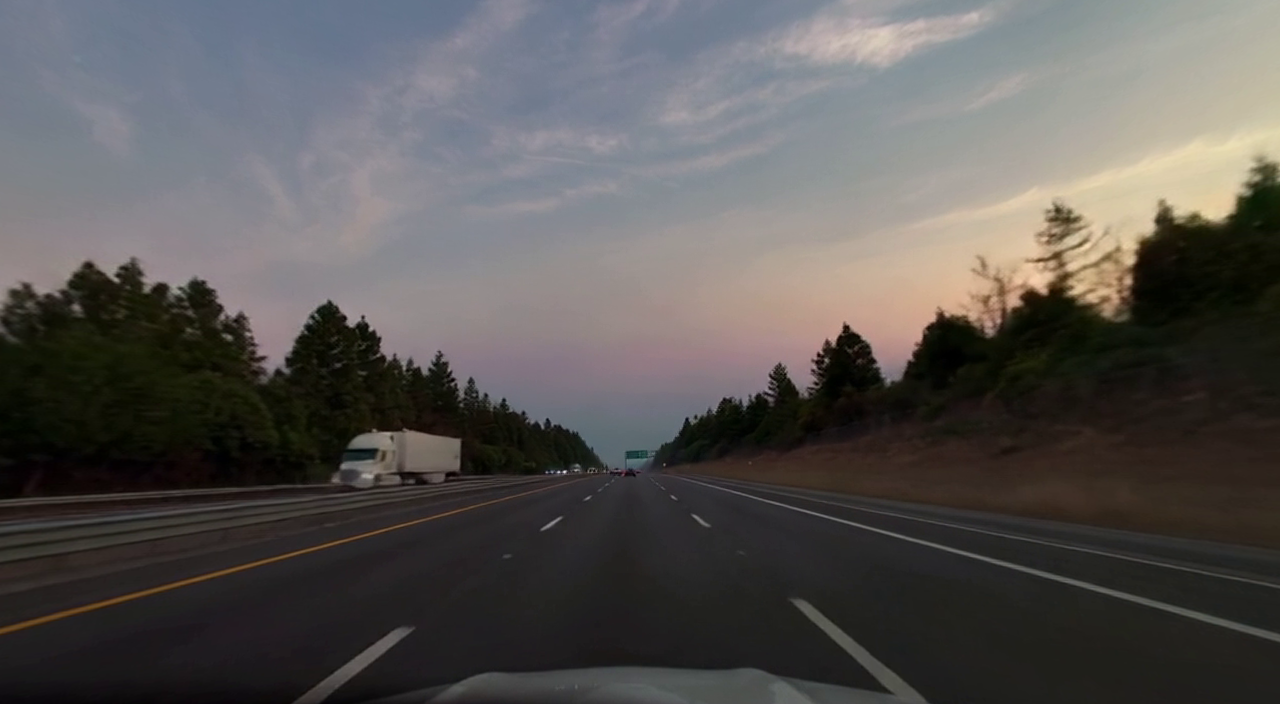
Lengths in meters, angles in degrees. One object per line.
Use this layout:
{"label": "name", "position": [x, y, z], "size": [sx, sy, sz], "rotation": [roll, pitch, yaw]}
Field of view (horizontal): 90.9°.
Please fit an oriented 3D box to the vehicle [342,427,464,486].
{"label": "vehicle", "position": [-16.618, 7.778, 46.034], "size": [3.250, 3.556, 14.302], "rotation": [1, -11, 0]}
